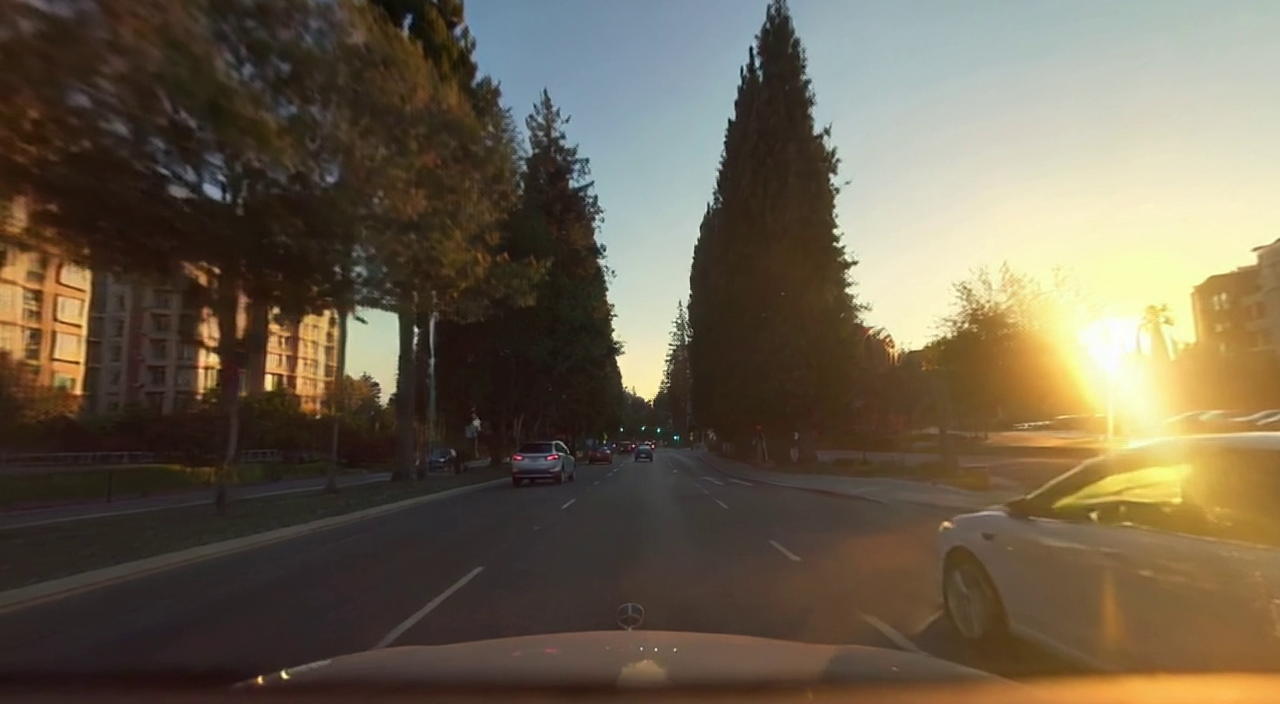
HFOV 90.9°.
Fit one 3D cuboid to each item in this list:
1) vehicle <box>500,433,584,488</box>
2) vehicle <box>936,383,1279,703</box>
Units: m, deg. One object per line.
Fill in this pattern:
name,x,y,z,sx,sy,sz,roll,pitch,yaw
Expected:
vehicle,-3.560,4.071,23.981,2.216,1.828,4.886,0,-8,3
vehicle,3.228,0.942,2.616,1.945,1.530,4.320,0,-8,1
